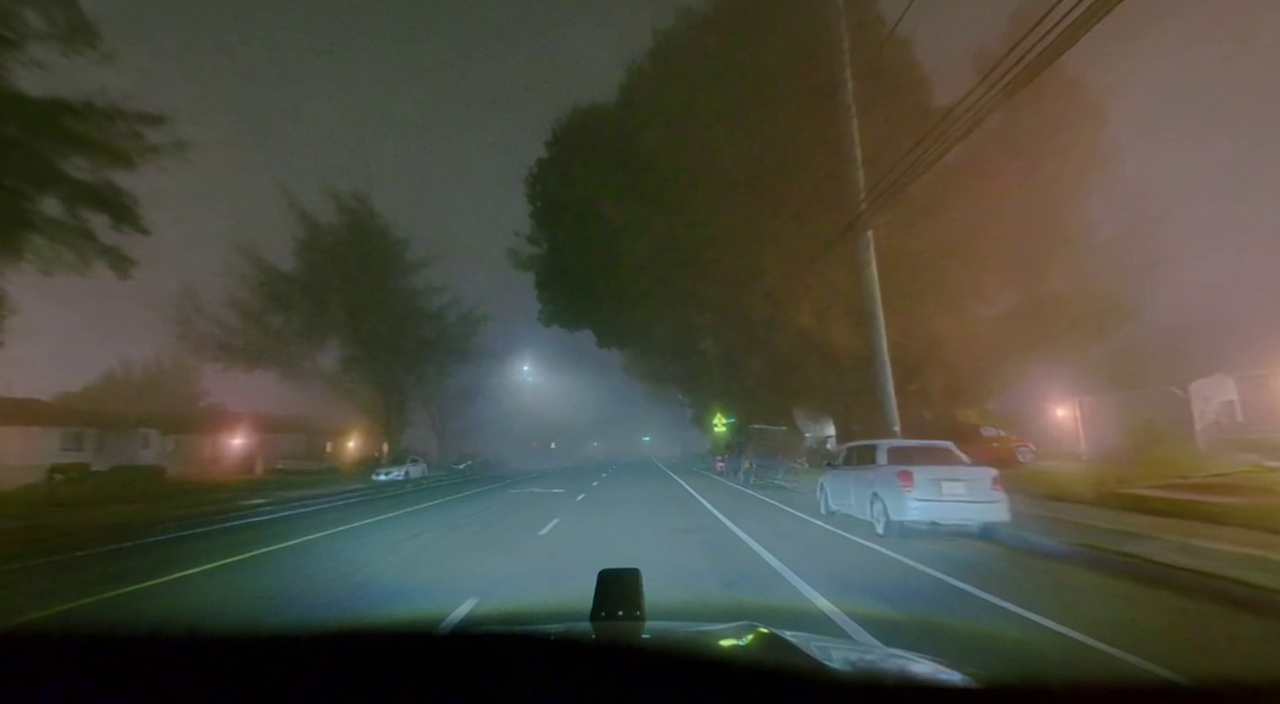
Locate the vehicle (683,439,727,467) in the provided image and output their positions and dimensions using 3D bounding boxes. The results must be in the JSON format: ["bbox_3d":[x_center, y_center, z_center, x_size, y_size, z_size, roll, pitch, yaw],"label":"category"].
[{"bbox_3d":[3.924,6.170,38.811,1.999,1.615,4.513,0,-9,-3],"label":"vehicle"}]

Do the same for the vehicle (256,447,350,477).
[{"bbox_3d":[-19.956,6.507,37.543,4.359,1.727,2.029,0,-9,-2],"label":"vehicle"}]

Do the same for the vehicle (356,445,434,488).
[{"bbox_3d":[-10.976,5.154,28.636,1.964,1.667,4.217,-3,-10,-1],"label":"vehicle"}]

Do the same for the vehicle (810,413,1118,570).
[{"bbox_3d":[4.055,1.812,8.986,2.007,1.657,4.362,0,-9,-1],"label":"vehicle"}]
